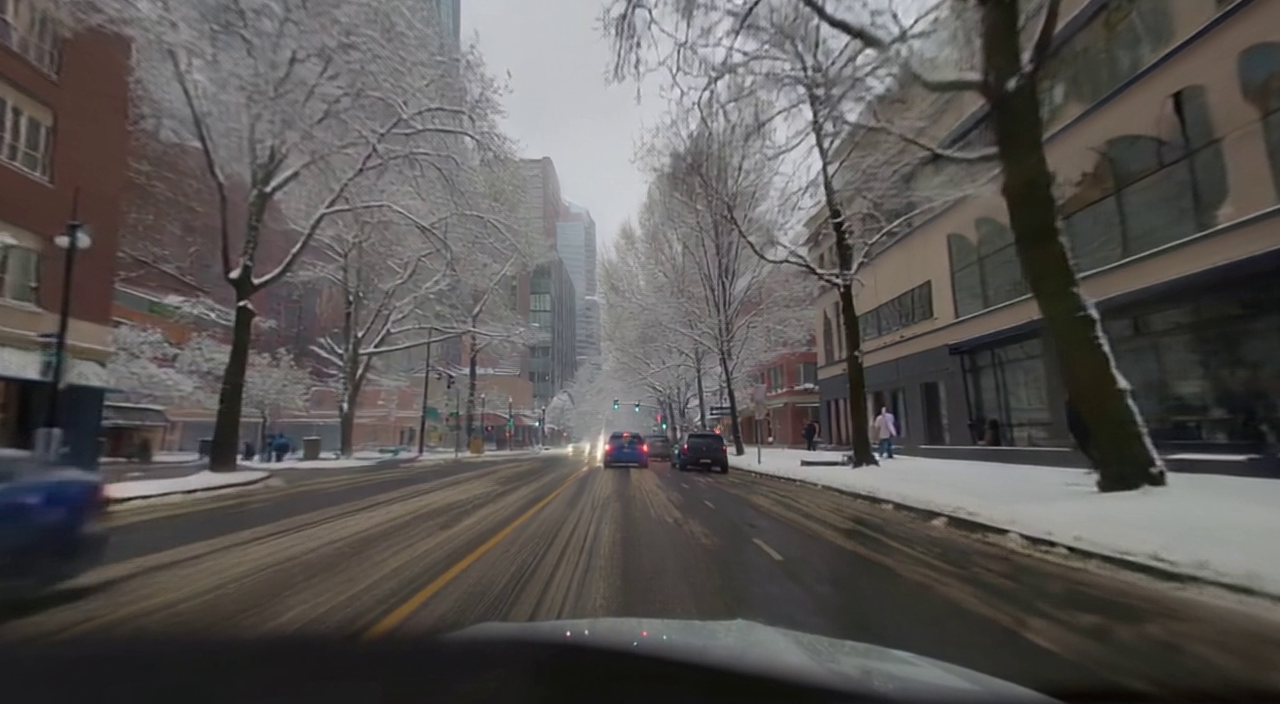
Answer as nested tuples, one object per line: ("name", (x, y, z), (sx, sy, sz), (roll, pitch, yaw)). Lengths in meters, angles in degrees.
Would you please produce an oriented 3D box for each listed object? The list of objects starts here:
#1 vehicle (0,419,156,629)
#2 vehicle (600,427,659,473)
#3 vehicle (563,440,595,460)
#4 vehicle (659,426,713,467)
("vehicle", (-5.566, 1.125, 3.736), (2.121, 1.489, 4.430), (1, -8, -5))
("vehicle", (-0.469, 4.036, 26.118), (2.274, 1.736, 4.083), (0, -8, -2))
("vehicle", (-4.614, 7.456, 48.159), (2.096, 1.415, 4.515), (0, -8, -1))
("vehicle", (2.301, 4.894, 32.674), (2.147, 1.968, 4.478), (1, -8, -4))
